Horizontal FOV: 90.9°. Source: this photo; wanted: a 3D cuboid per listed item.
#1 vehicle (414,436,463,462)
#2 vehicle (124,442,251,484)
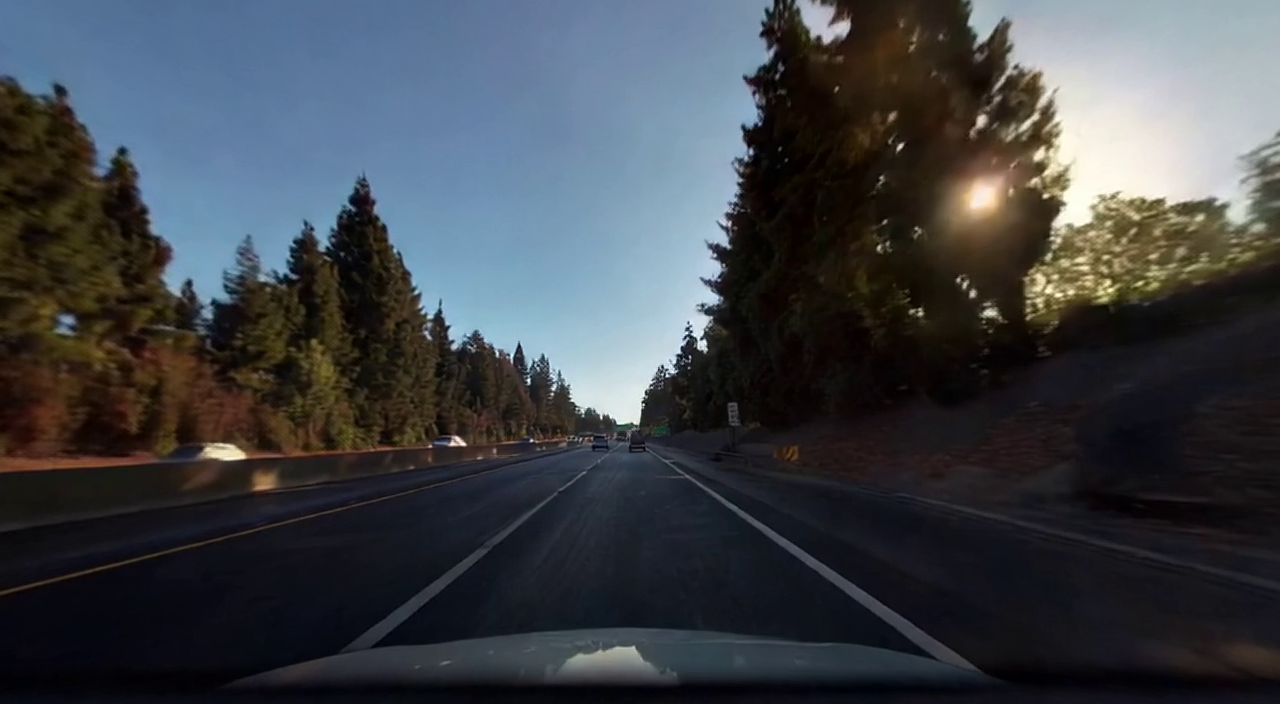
[{"bbox_3d":[-13.051,6.287,40.983,1.859,1.582,4.220,0,-8,-1],"label":"vehicle"},{"bbox_3d":[-17.573,4.288,24.755,1.826,1.498,4.295,0,-8,0],"label":"vehicle"}]
